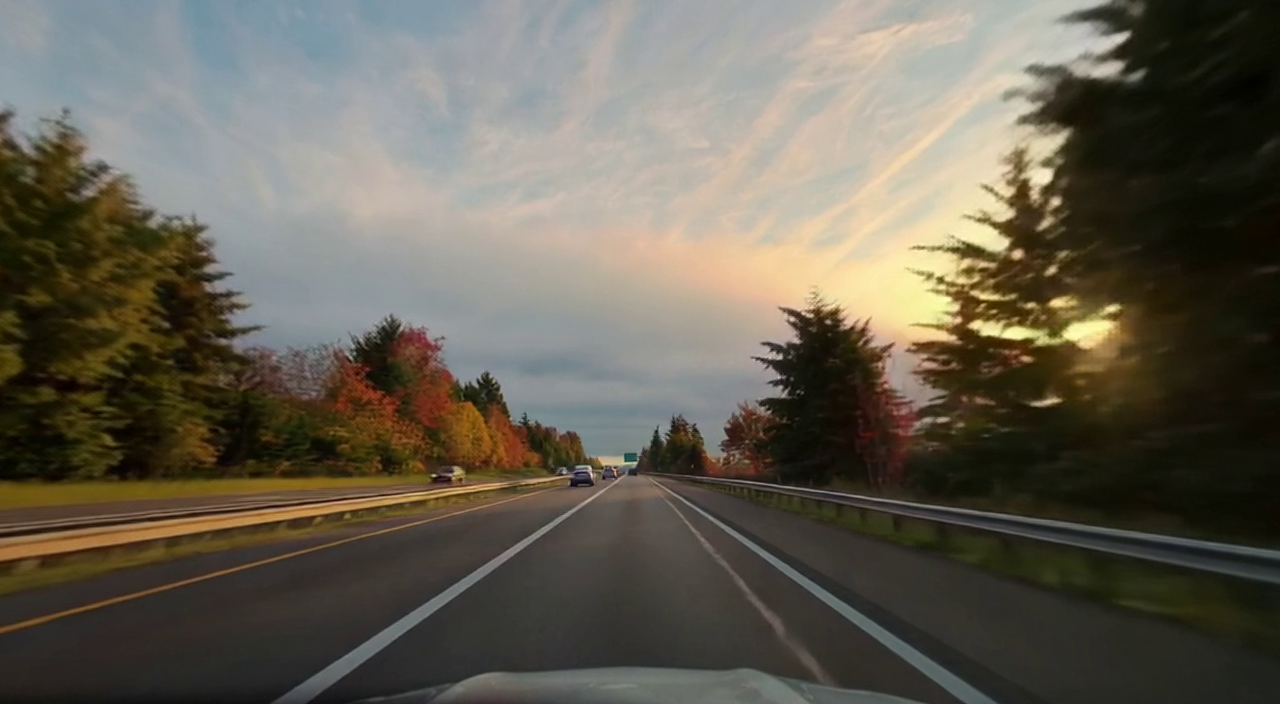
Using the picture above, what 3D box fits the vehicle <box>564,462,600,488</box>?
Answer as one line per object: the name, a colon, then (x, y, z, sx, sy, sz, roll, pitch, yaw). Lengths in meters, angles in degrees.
vehicle: (-4.398, 9.450, 48.586, 2.254, 1.809, 5.839, 1, -10, 0)
